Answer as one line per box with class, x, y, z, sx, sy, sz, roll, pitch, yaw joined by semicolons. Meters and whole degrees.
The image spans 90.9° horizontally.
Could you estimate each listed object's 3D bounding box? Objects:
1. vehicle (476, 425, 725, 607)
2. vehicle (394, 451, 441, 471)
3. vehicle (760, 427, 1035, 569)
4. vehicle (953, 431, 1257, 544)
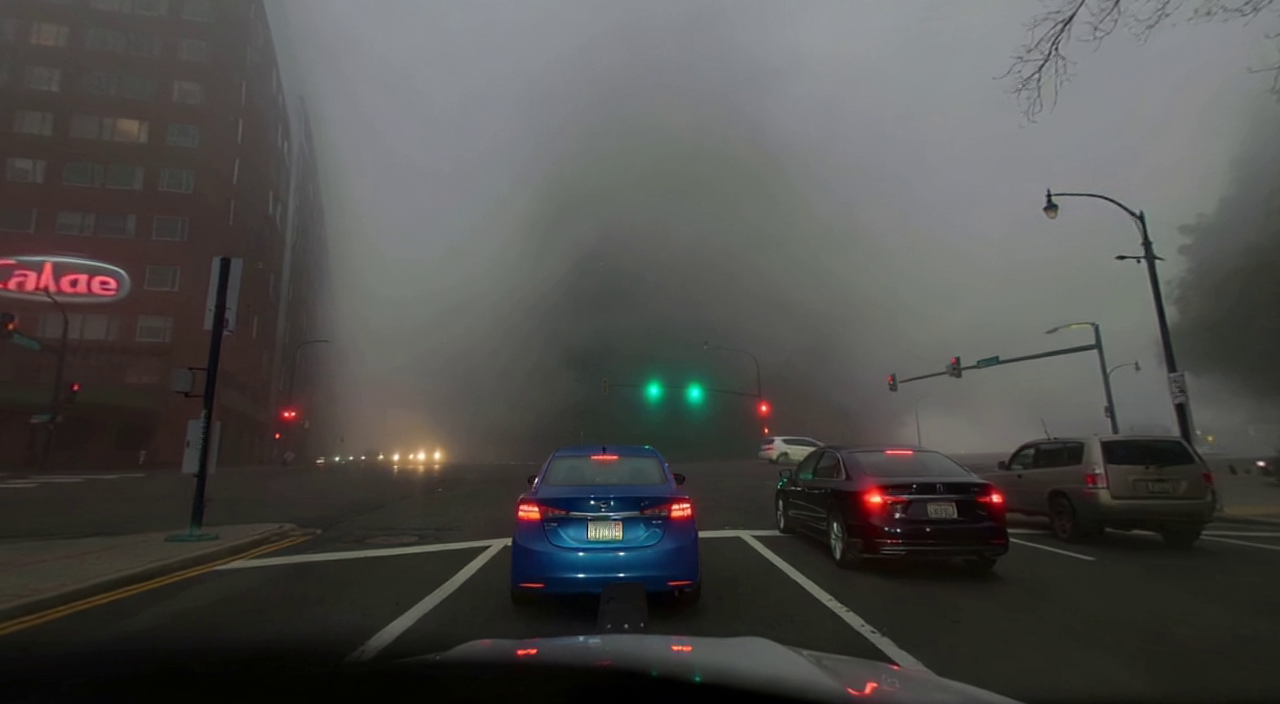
vehicle;-0.374;1.653;7.283;2.059;1.477;3.988;0;-8;-1
vehicle;-17.131;8.384;48.680;2.048;1.463;4.530;0;-8;-1
vehicle;3.209;1.887;8.966;2.042;1.508;4.109;0;-8;-2
vehicle;7.438;2.164;10.783;1.908;1.517;4.182;0;-8;-1
